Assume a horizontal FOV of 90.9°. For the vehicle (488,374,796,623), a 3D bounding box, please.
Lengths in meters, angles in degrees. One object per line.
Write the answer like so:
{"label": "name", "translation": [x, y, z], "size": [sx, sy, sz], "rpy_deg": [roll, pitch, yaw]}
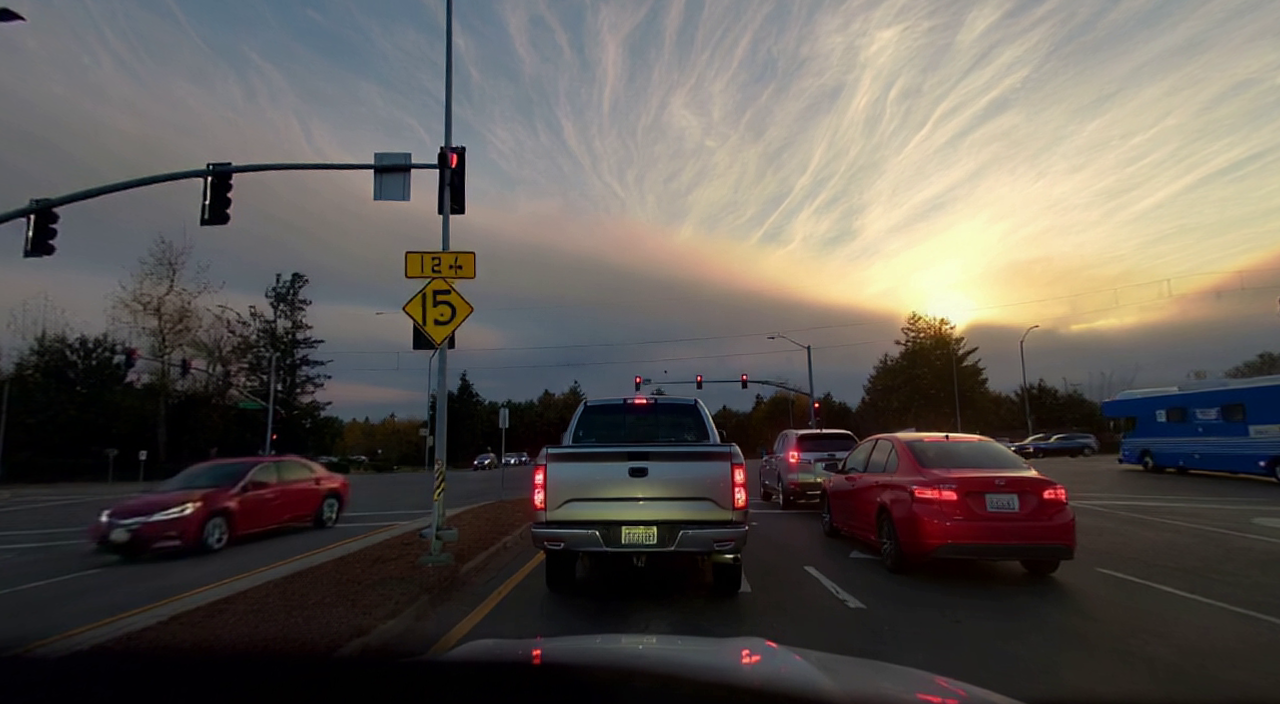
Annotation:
{"label": "vehicle", "translation": [0.051, 1.474, 7.345], "size": [2.326, 1.880, 4.964], "rpy_deg": [0, -8, 1]}

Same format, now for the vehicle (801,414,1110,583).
{"label": "vehicle", "translation": [3.578, 1.717, 8.182], "size": [1.981, 1.616, 4.006], "rpy_deg": [0, -8, 1]}

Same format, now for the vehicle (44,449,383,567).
{"label": "vehicle", "translation": [-7.107, 2.591, 11.457], "size": [2.410, 1.596, 4.931], "rpy_deg": [-1, -8, 5]}

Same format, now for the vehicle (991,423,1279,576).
{"label": "vehicle", "translation": [6.837, 1.740, 8.275], "size": [1.973, 1.470, 4.228], "rpy_deg": [0, -8, 0]}
